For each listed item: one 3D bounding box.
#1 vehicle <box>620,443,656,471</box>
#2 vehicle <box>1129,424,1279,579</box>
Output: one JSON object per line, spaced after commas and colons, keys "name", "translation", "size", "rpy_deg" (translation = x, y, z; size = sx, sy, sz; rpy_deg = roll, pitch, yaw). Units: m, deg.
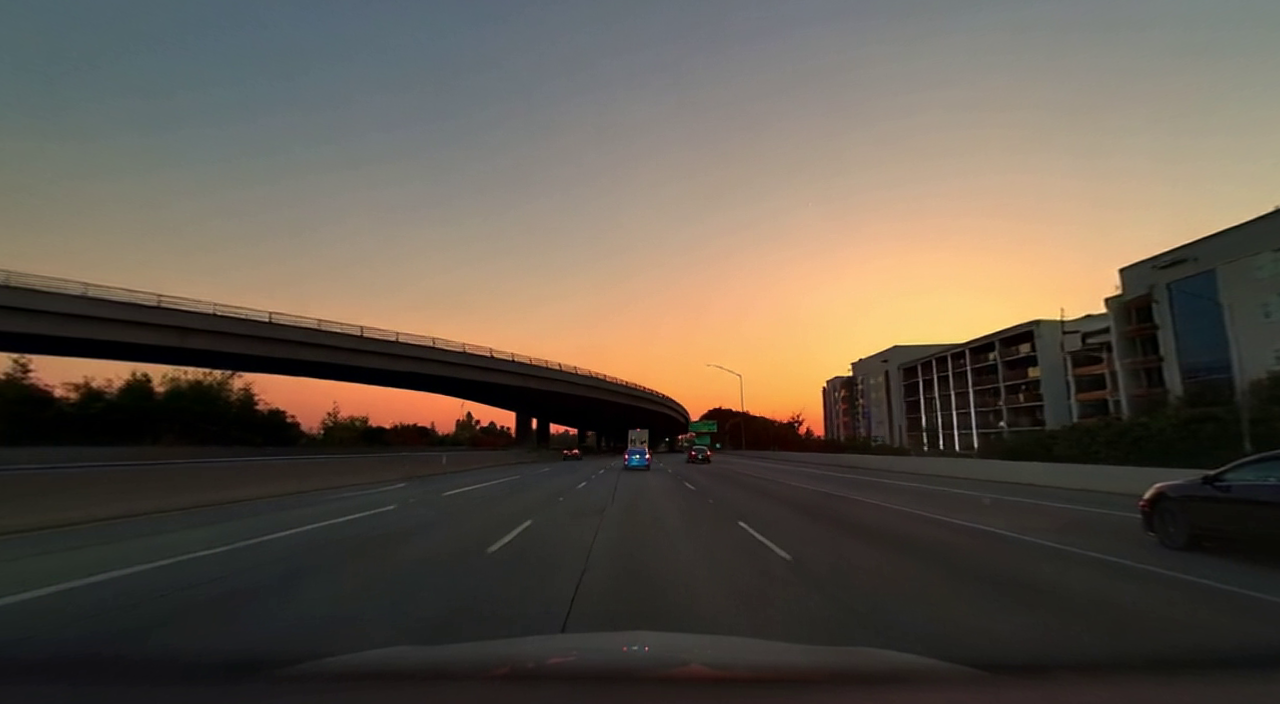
{"name": "vehicle", "translation": [-0.108, 6.132, 37.082], "size": [2.036, 1.542, 3.891], "rpy_deg": [0, -8, 0]}
{"name": "vehicle", "translation": [7.245, 1.382, 5.604], "size": [1.937, 1.498, 4.710], "rpy_deg": [0, -8, -1]}
